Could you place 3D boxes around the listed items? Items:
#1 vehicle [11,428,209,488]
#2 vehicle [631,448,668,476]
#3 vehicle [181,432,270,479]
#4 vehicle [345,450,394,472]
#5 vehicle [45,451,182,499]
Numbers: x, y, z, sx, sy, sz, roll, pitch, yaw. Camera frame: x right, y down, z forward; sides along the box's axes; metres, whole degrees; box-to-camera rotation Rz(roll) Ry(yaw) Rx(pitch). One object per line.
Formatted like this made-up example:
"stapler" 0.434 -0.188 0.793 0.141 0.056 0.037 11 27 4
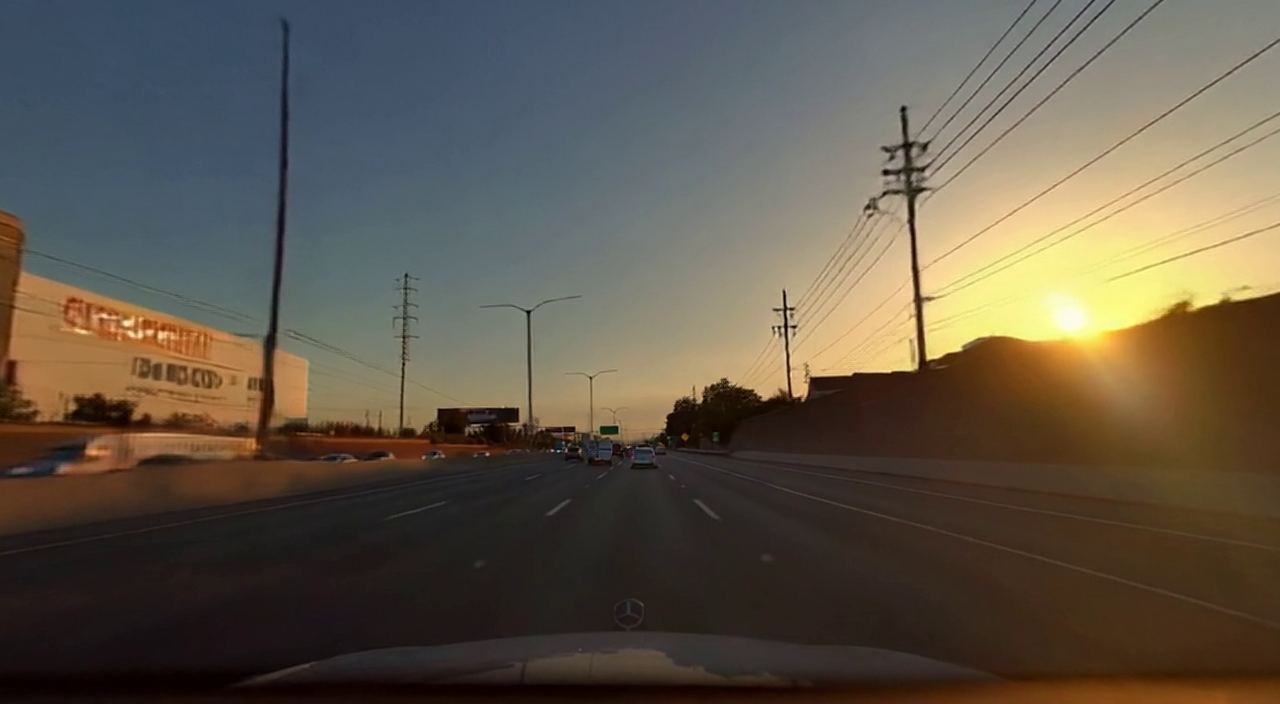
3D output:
"vehicle" -30.329 6.110 36.987 3.093 3.028 9.516 -1 -8 2
"vehicle" 0.474 5.965 34.485 1.891 1.444 3.968 0 -8 0
"vehicle" -30.399 7.550 46.544 2.799 3.222 5.239 -1 -7 1
"vehicle" -20.388 8.196 47.658 1.865 1.501 3.752 -1 -8 3
"vehicle" -16.581 3.847 20.080 1.440 1.339 3.287 -1 -9 2
